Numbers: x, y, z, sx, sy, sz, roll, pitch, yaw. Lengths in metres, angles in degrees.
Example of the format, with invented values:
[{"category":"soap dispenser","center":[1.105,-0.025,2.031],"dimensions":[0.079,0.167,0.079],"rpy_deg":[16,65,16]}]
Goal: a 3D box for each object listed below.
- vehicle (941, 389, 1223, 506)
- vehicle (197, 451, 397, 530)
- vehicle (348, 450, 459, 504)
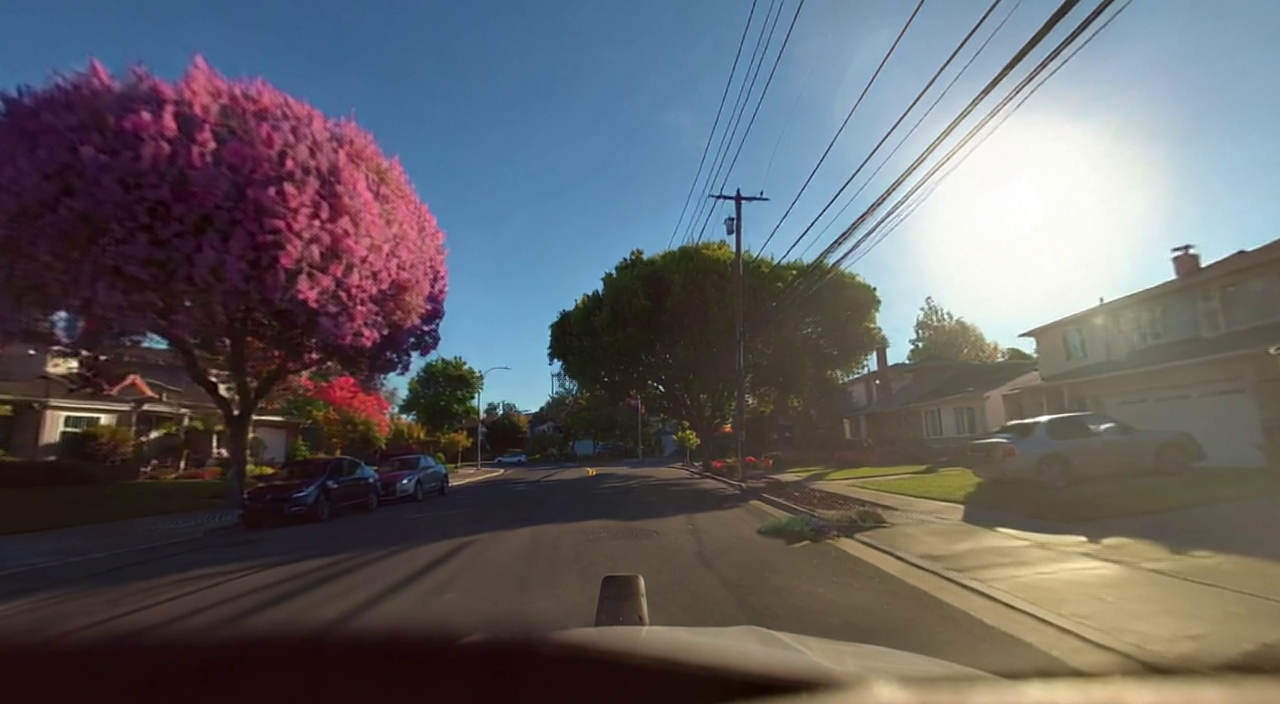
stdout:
[{"category":"vehicle","center":[8.600,1.904,12.619],"dimensions":[4.025,1.738,1.920],"rpy_deg":[-6,-9,-1]},{"category":"vehicle","center":[-7.594,3.060,14.658],"dimensions":[2.034,1.493,4.524],"rpy_deg":[0,-9,1]},{"category":"vehicle","center":[-7.345,3.883,20.140],"dimensions":[1.896,1.484,4.298],"rpy_deg":[0,-9,0]}]
